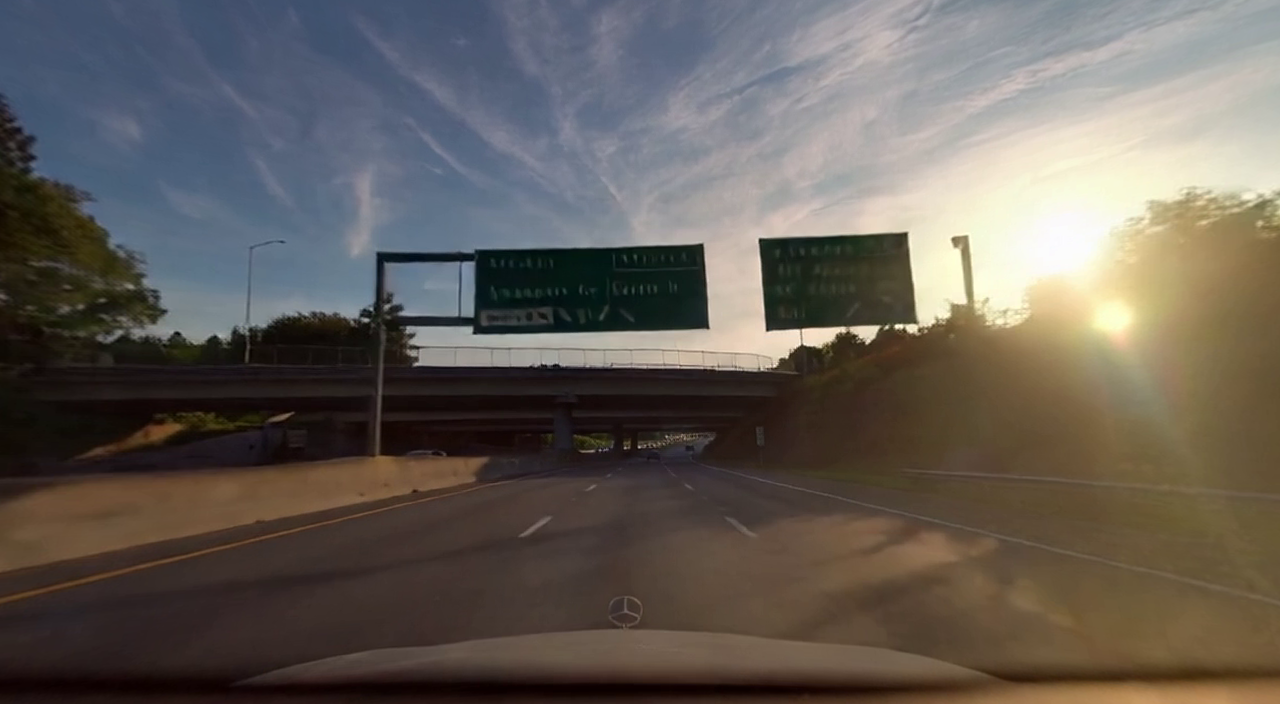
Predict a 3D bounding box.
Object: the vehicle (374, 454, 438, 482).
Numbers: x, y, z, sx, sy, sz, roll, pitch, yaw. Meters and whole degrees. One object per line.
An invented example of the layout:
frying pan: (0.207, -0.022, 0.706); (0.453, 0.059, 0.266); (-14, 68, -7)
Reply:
vehicle: (-13.976, 6.907, 37.907); (1.886, 1.501, 4.793); (0, -9, 1)
